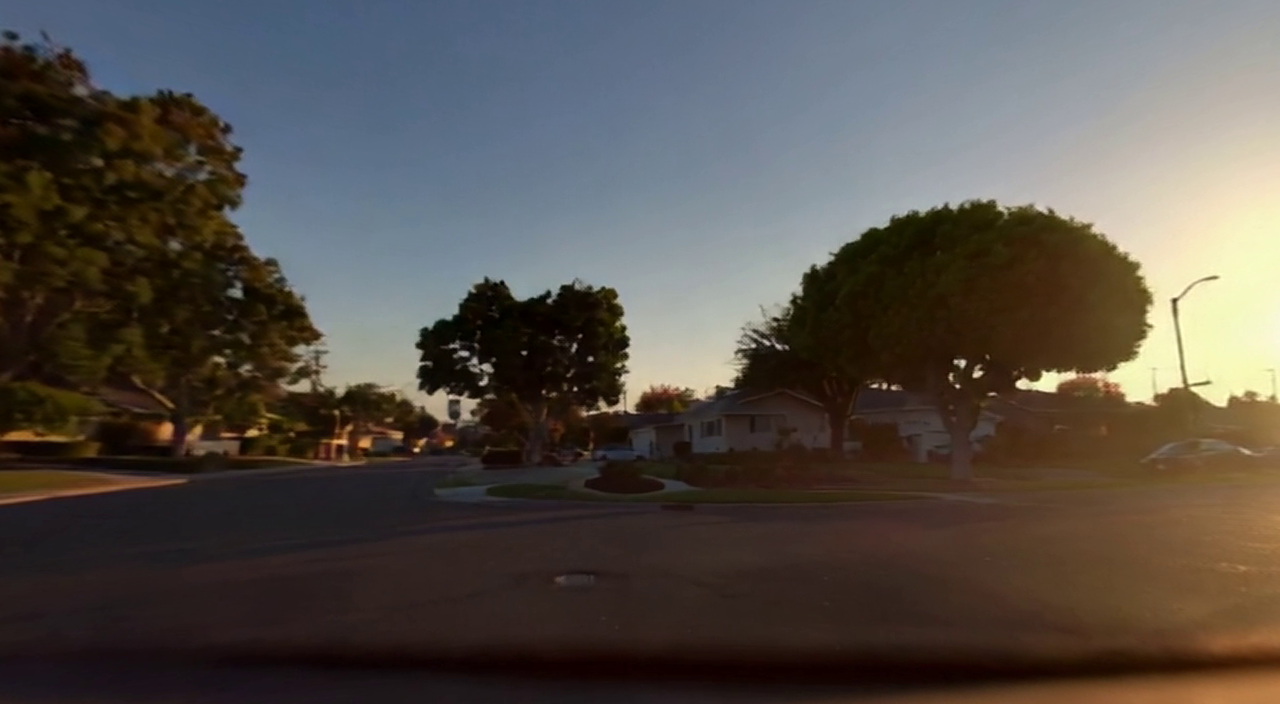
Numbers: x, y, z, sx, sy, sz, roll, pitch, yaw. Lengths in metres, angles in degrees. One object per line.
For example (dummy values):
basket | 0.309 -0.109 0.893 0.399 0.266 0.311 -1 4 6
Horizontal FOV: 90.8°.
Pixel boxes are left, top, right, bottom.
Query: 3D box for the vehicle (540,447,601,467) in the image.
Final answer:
vehicle | -5.403 8.193 49.395 4.585 1.457 1.899 1 -9 -6

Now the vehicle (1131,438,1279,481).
vehicle | 22.661 4.239 25.112 4.750 1.559 1.928 -6 -11 35
